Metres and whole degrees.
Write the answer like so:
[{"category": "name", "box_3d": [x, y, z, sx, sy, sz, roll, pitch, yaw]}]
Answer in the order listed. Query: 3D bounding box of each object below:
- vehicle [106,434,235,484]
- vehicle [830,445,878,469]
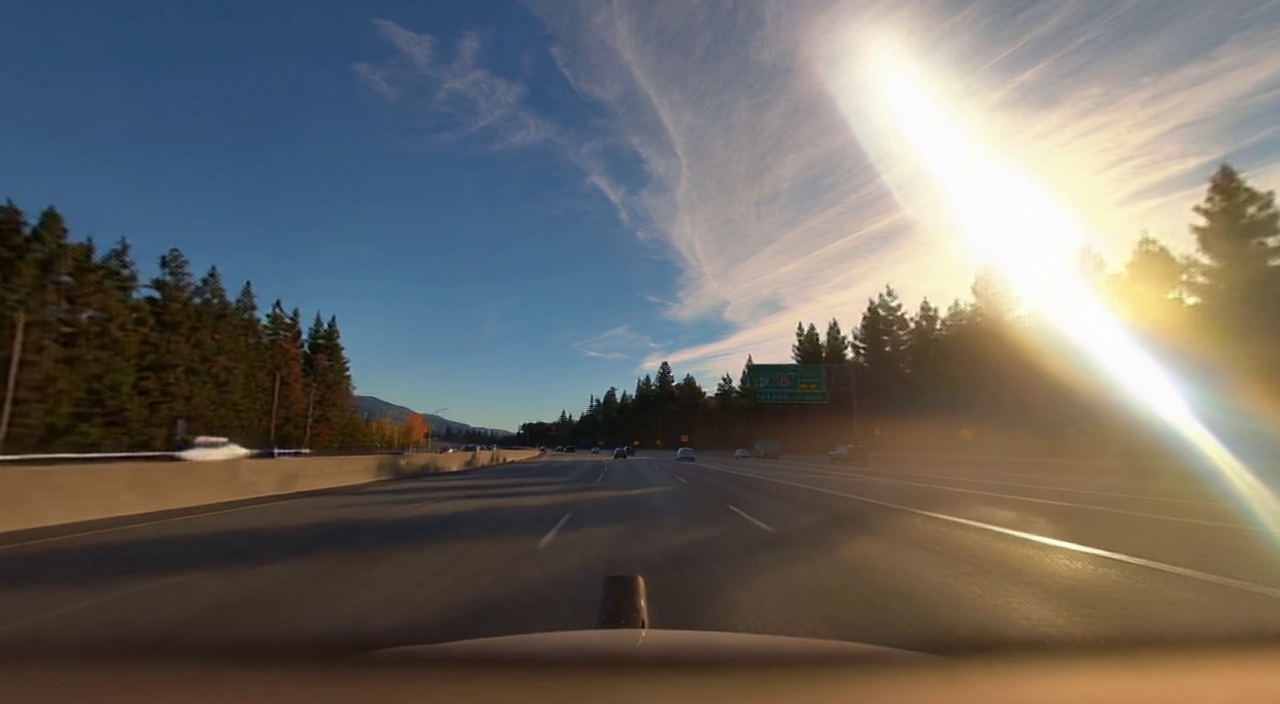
[{"category": "vehicle", "box_3d": [-20.328, 4.637, 27.609, 2.029, 1.975, 4.759, 0, -9, -1]}, {"category": "vehicle", "box_3d": [15.478, 7.604, 45.777, 1.955, 1.607, 4.232, 0, -9, -2]}]
